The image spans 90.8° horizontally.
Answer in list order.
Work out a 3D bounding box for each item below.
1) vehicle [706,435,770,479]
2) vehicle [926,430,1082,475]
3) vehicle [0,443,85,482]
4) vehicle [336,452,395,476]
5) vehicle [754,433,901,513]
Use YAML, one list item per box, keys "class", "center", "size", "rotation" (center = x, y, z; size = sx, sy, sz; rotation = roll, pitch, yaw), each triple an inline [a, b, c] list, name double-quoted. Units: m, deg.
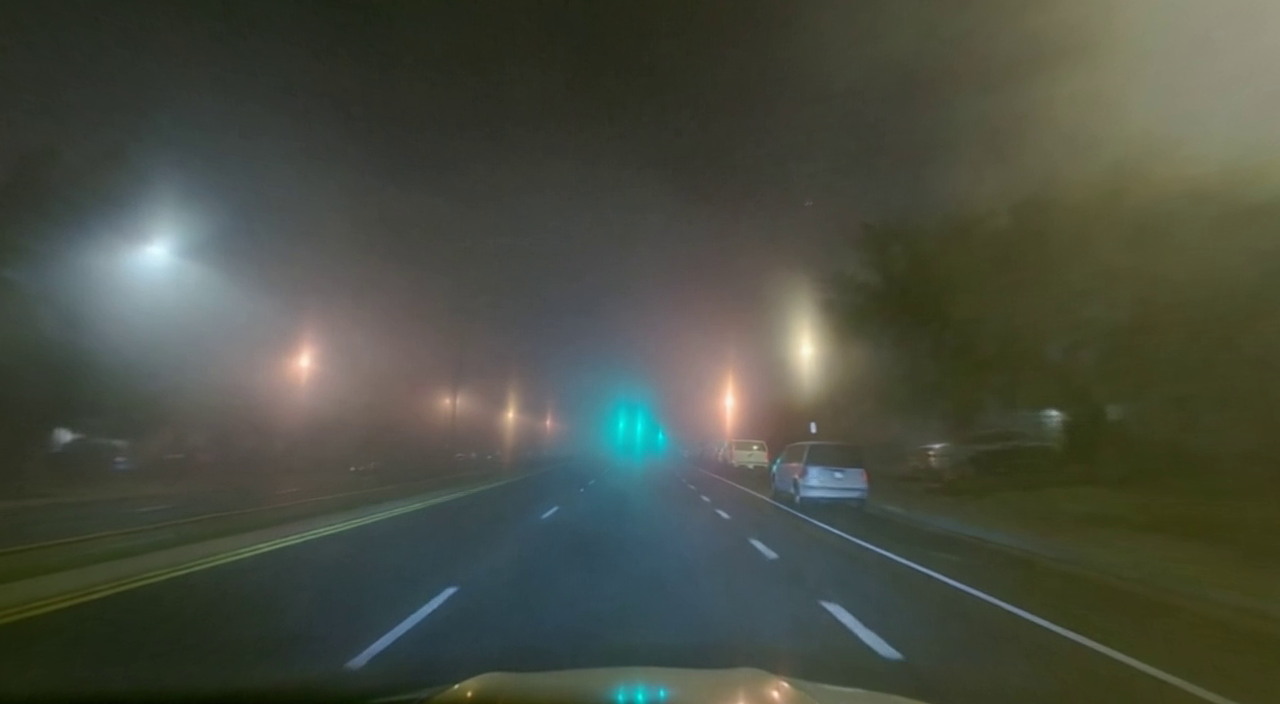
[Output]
- class: "vehicle"
  center: [4.426, 4.865, 29.463]
  size: [2.078, 1.837, 5.088]
  rotation: [0, -9, -1]
- class: "vehicle"
  center: [15.861, 4.410, 27.776]
  size: [2.145, 1.761, 5.446]
  rotation: [8, -12, -43]
- class: "vehicle"
  center: [-28.907, 5.116, 29.455]
  size: [4.044, 1.719, 2.074]
  rotation: [0, -9, 1]
- class: "vehicle"
  center: [-17.705, 7.225, 40.972]
  size: [1.831, 1.428, 4.456]
  rotation: [0, -9, 0]
- class: "vehicle"
  center: [4.558, 3.019, 16.325]
  size: [2.154, 1.718, 4.980]
  rotation: [0, -9, -1]
